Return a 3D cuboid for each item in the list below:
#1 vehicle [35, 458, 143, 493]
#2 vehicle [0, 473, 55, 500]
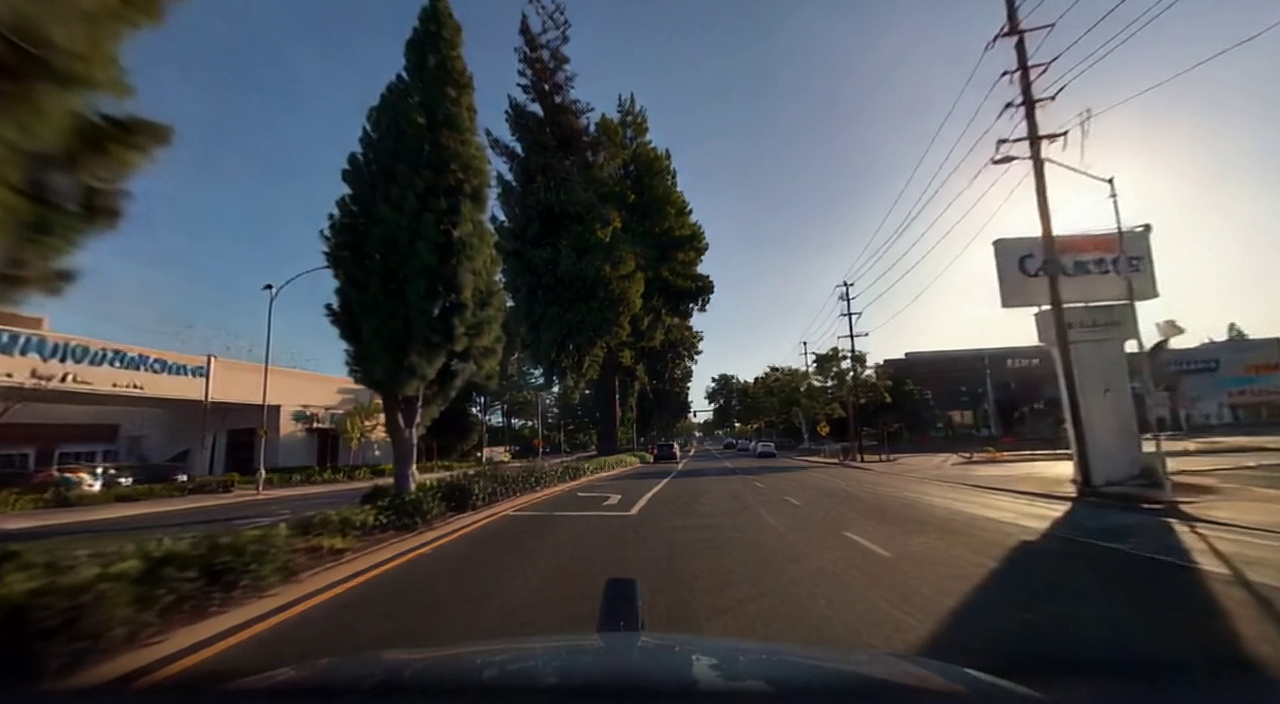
[{"bbox_3d":[-30.847,6.907,35.470,4.137,1.733,2.016,2,-10,3],"label":"vehicle"},{"bbox_3d":[-42.973,9.061,42.569,2.035,1.594,4.977,-1,-8,5],"label":"vehicle"}]
